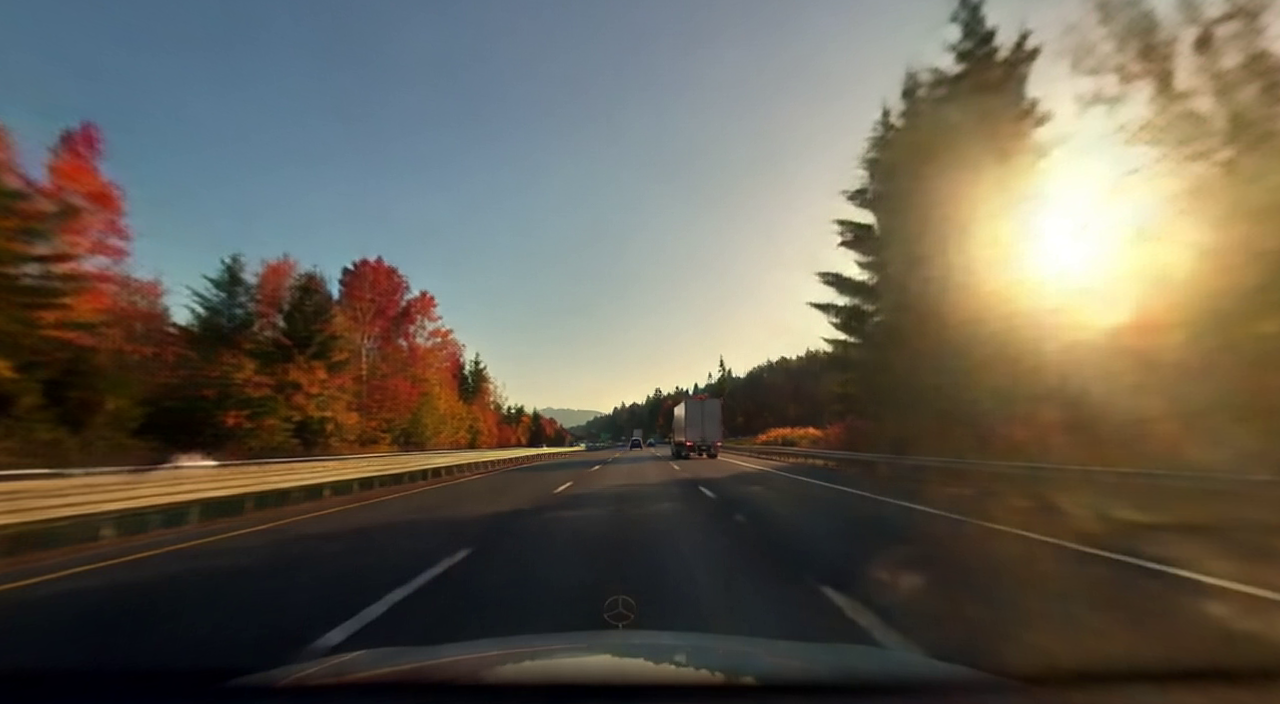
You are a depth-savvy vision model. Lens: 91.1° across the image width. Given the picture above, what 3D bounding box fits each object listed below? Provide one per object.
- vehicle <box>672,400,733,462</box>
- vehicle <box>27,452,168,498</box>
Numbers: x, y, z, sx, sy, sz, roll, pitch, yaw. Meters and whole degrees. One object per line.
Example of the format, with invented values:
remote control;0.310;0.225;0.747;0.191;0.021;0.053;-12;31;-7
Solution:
vehicle;4.174;5.615;44.253;3.348;3.847;8.908;0;-8;0
vehicle;-20.427;4.618;23.904;1.785;1.490;4.013;0;-8;-1
